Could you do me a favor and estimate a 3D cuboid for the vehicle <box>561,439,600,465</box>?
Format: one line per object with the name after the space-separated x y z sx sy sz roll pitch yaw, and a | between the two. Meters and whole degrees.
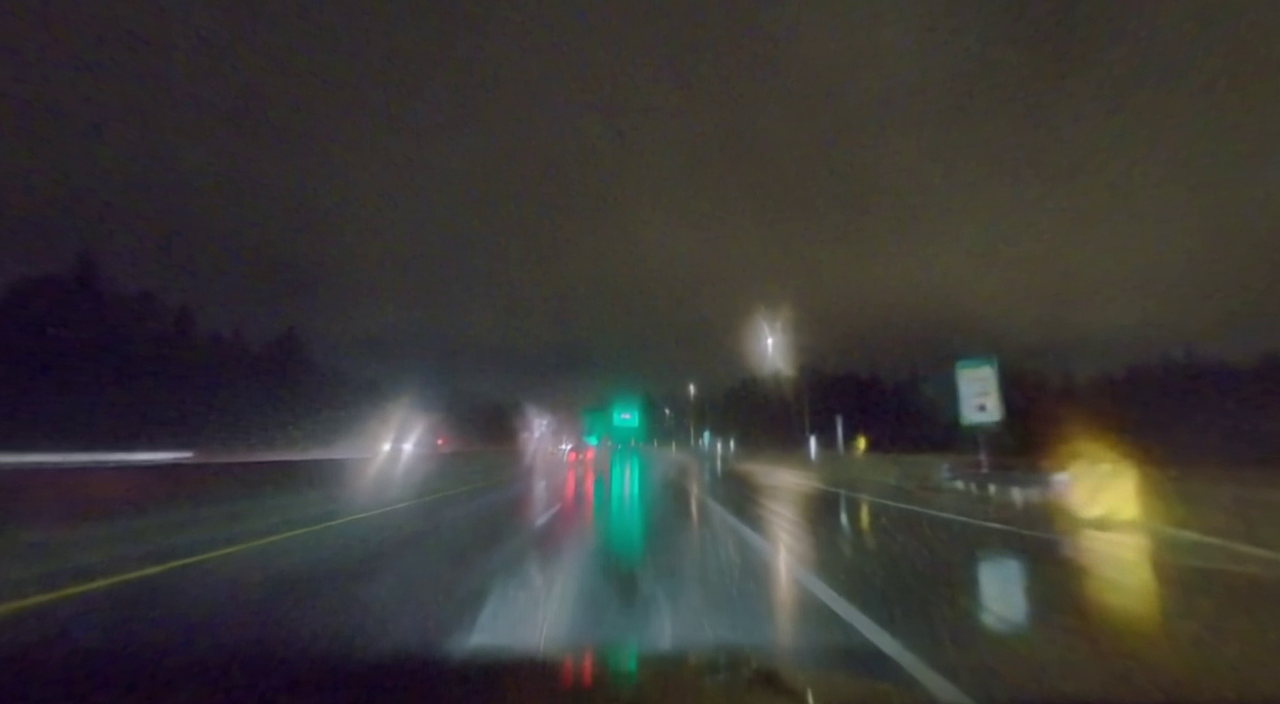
-3.897 6.671 42.263 2.160 1.608 5.012 0 -8 0 | vehicle

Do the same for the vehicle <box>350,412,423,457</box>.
-16.811 5.582 42.180 2.381 2.780 6.049 0 -8 0 | vehicle
